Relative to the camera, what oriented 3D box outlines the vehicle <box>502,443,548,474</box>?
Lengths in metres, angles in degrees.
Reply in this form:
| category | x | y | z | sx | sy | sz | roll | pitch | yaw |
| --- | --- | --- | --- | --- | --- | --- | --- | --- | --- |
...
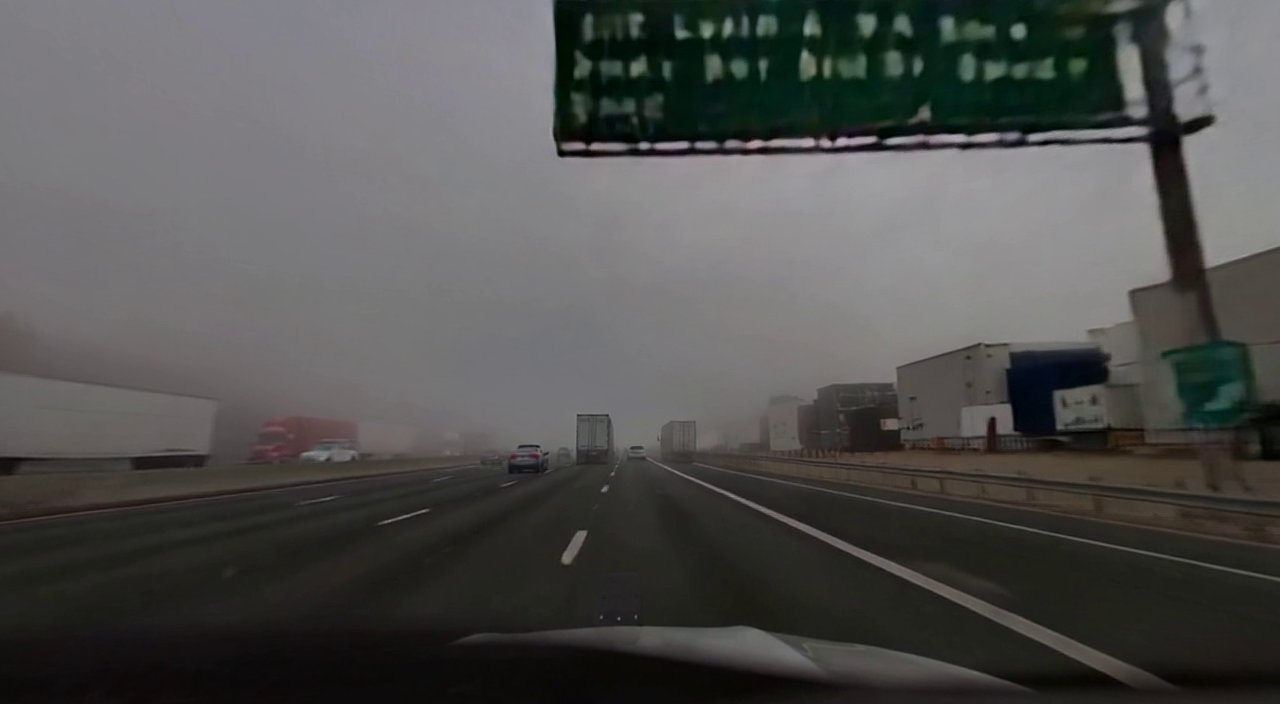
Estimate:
| category | x | y | z | sx | sy | sz | roll | pitch | yaw |
| --- | --- | --- | --- | --- | --- | --- | --- | --- | --- |
| vehicle | -6.662 | 6.177 | 37.075 | 2.132 | 1.679 | 4.045 | 0 | -9 | -2 |

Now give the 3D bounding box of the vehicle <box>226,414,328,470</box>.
| category | x | y | z | sx | sy | sz | roll | pitch | yaw |
| --- | --- | --- | --- | --- | --- | --- | --- | --- | --- |
| vehicle | -27.208 | 6.876 | 48.042 | 2.985 | 3.820 | 8.369 | 0 | -9 | -3 |

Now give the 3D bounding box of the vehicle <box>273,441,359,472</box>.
| category | x | y | z | sx | sy | sz | roll | pitch | yaw |
| --- | --- | --- | --- | --- | --- | --- | --- | --- | --- |
| vehicle | -19.284 | 6.231 | 37.999 | 2.180 | 1.717 | 5.809 | 0 | -9 | -1 |

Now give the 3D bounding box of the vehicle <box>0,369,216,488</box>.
| category | x | y | z | sx | sy | sz | roll | pitch | yaw |
| --- | --- | --- | --- | --- | --- | --- | --- | --- | --- |
| vehicle | -22.870 | 3.220 | 25.449 | 2.814 | 3.929 | 13.332 | 0 | -9 | -2 |
